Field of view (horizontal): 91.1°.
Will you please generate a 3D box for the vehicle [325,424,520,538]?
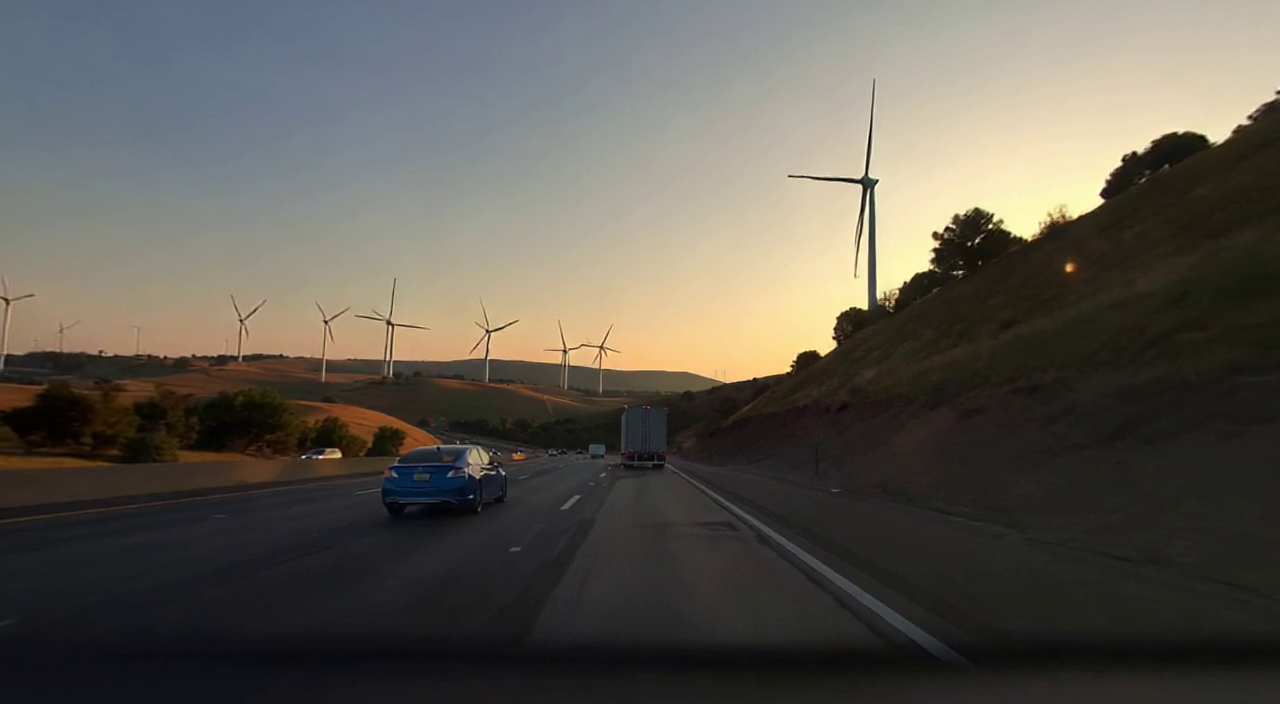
[{"bbox_3d":[-3.617,2.208,11.318,2.109,1.684,3.783,0,-8,0],"label":"vehicle"}]
